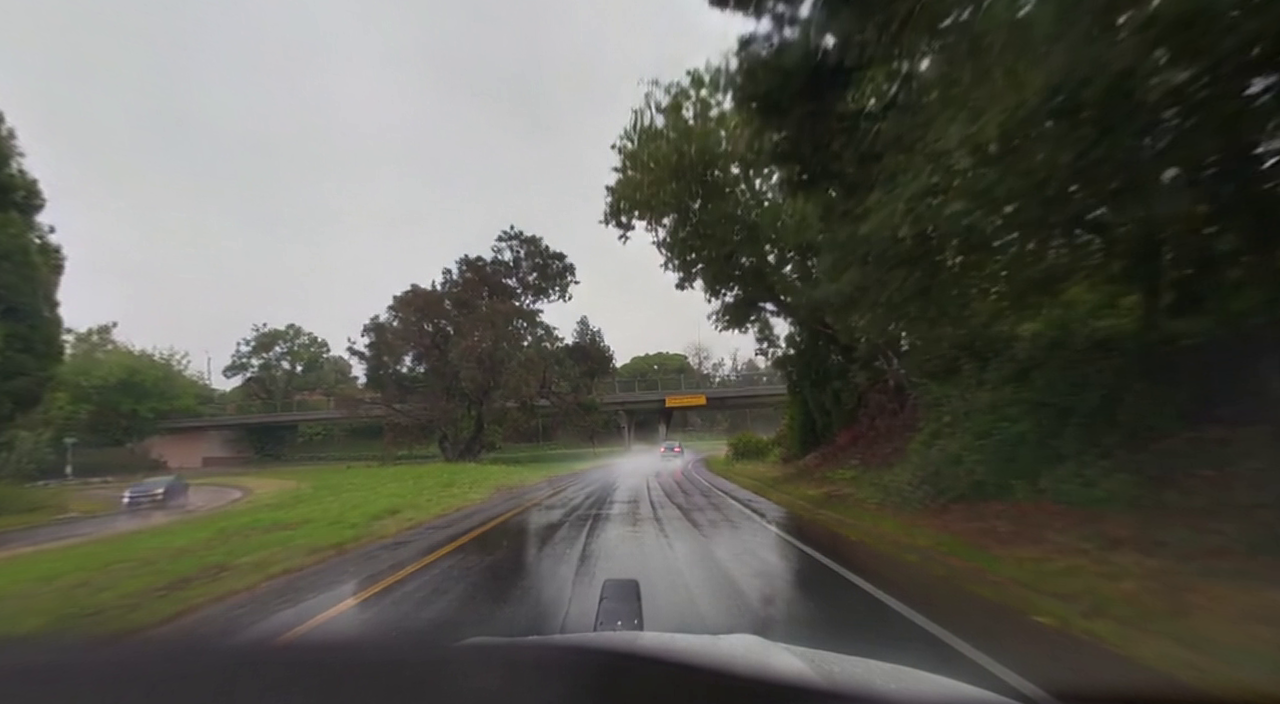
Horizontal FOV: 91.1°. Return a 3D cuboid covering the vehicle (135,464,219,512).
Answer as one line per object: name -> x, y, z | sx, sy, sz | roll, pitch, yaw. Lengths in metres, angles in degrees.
vehicle -> -18.414, 5.380, 25.216 | 1.877, 1.603, 4.215 | 4, -10, -25

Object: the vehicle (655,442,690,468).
vehicle -> 1.962, 6.125, 37.518 | 1.980, 1.449, 3.650 | -1, -9, 4
